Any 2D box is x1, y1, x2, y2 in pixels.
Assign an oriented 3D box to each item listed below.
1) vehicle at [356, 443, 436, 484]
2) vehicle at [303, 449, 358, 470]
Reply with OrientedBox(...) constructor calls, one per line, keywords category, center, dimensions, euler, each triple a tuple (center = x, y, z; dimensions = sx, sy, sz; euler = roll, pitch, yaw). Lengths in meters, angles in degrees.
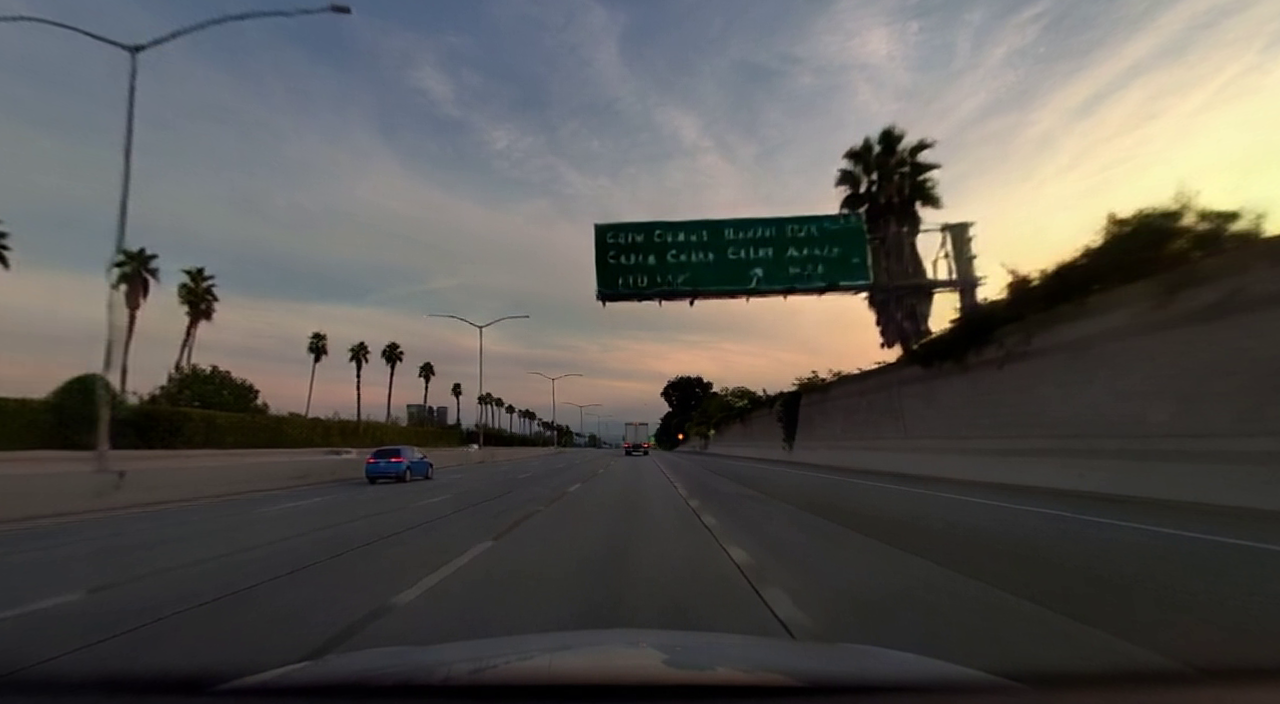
OrientedBox(category="vehicle", center=(-10.841, 4.955, 28.416), dimensions=(1.897, 1.653, 4.113), euler=(0, -9, 0))
OrientedBox(category="vehicle", center=(-23.087, 8.013, 47.339), dimensions=(1.849, 1.464, 4.466), euler=(0, -9, 0))
